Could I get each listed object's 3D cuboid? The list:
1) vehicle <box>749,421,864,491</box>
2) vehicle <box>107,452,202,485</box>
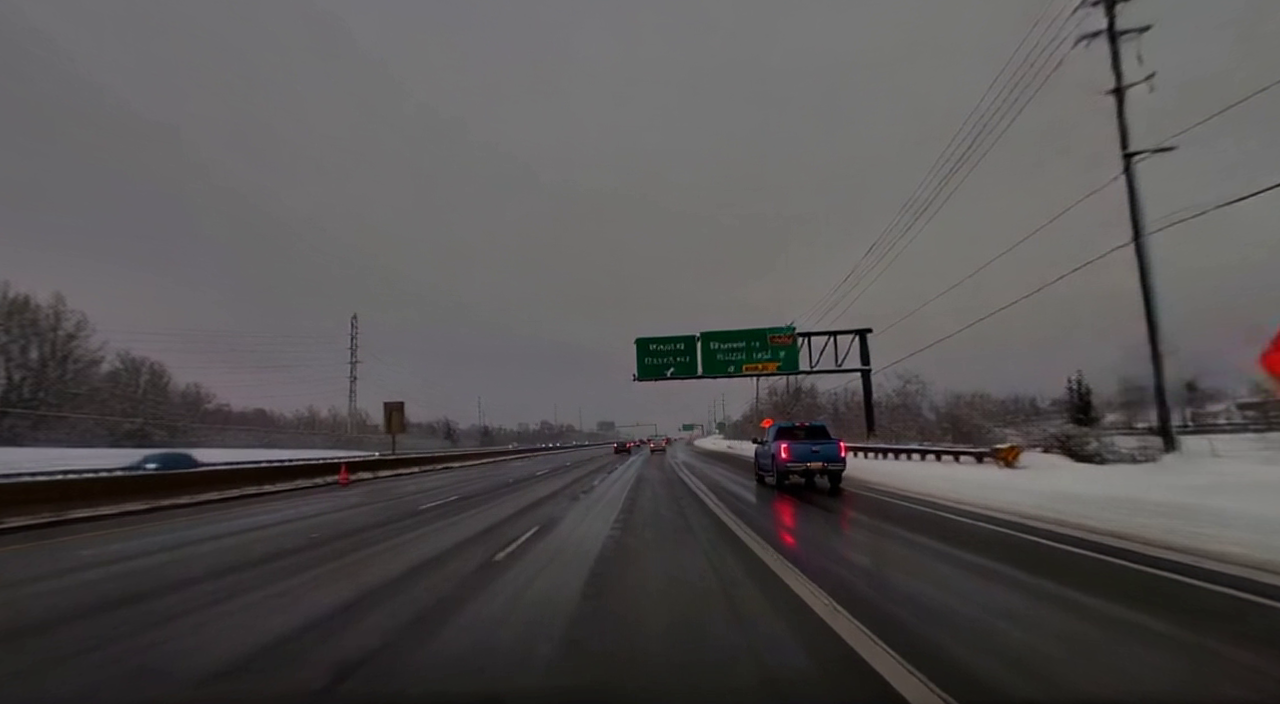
[{"bbox_3d":[4.887,3.146,19.450,2.186,1.840,5.289,0,-8,1],"label":"vehicle"},{"bbox_3d":[-27.182,6.520,35.493,1.868,1.682,4.276,0,-8,1],"label":"vehicle"}]
